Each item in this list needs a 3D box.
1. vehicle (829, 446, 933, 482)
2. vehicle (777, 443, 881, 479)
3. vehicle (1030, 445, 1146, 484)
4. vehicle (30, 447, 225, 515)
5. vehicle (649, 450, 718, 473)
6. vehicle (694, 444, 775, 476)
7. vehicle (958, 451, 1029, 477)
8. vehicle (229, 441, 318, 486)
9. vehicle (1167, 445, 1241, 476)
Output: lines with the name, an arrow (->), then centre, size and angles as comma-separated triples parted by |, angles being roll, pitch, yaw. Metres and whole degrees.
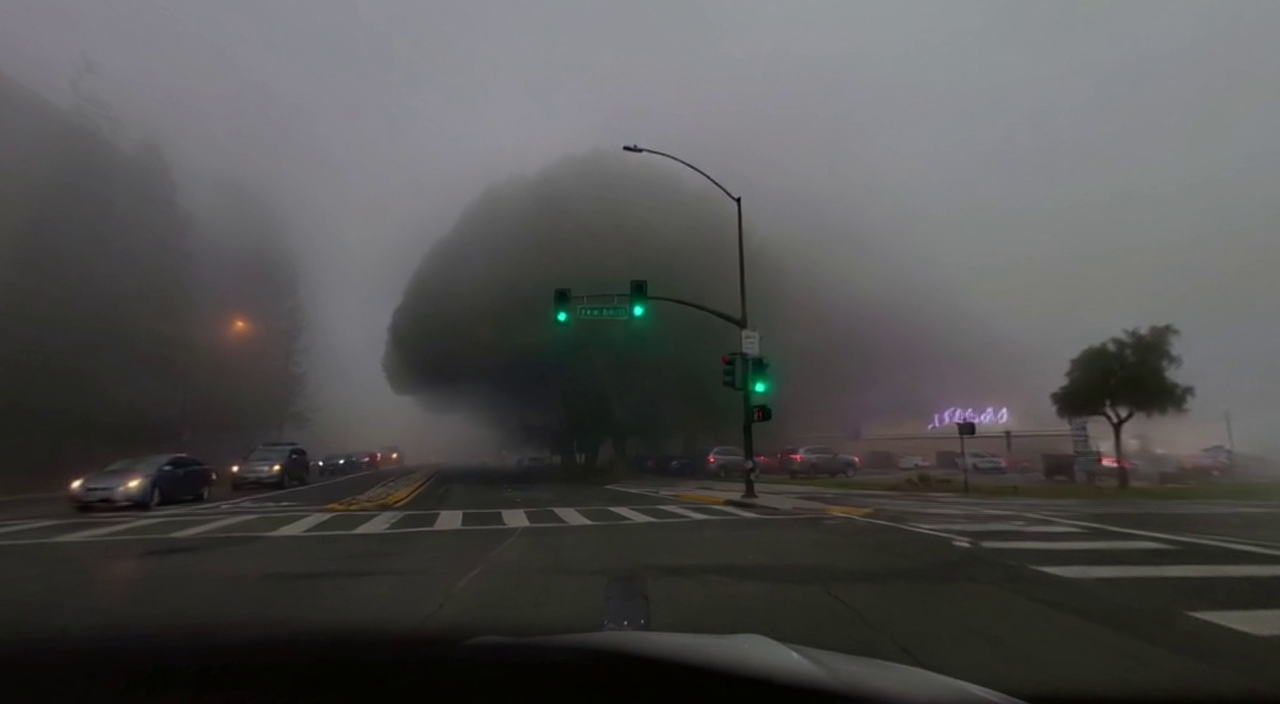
vehicle -> 11.871, 5.478, 31.119 | 4.375, 1.685, 2.045 | 2, -9, -16
vehicle -> 10.154, 5.795, 33.826 | 5.314, 1.829, 2.018 | 4, -9, -25
vehicle -> 20.967, 5.232, 29.536 | 4.530, 1.696, 1.979 | 3, -9, -17
vehicle -> -13.228, 3.291, 16.745 | 1.961, 1.492, 4.702 | 2, -9, -11
vehicle -> 2.930, 7.334, 42.359 | 4.257, 1.474, 1.751 | 3, -9, -22
vehicle -> 5.647, 6.385, 37.490 | 4.669, 1.770, 1.896 | 5, -10, -32
vehicle -> 21.933, 6.916, 39.105 | 4.324, 1.437, 1.865 | 5, -10, -31
vehicle -> -16.443, 4.998, 28.648 | 2.049, 1.817, 5.292 | 2, -9, -14
vehicle -> 36.774, 6.992, 41.041 | 4.689, 1.888, 2.114 | 5, -10, -31
